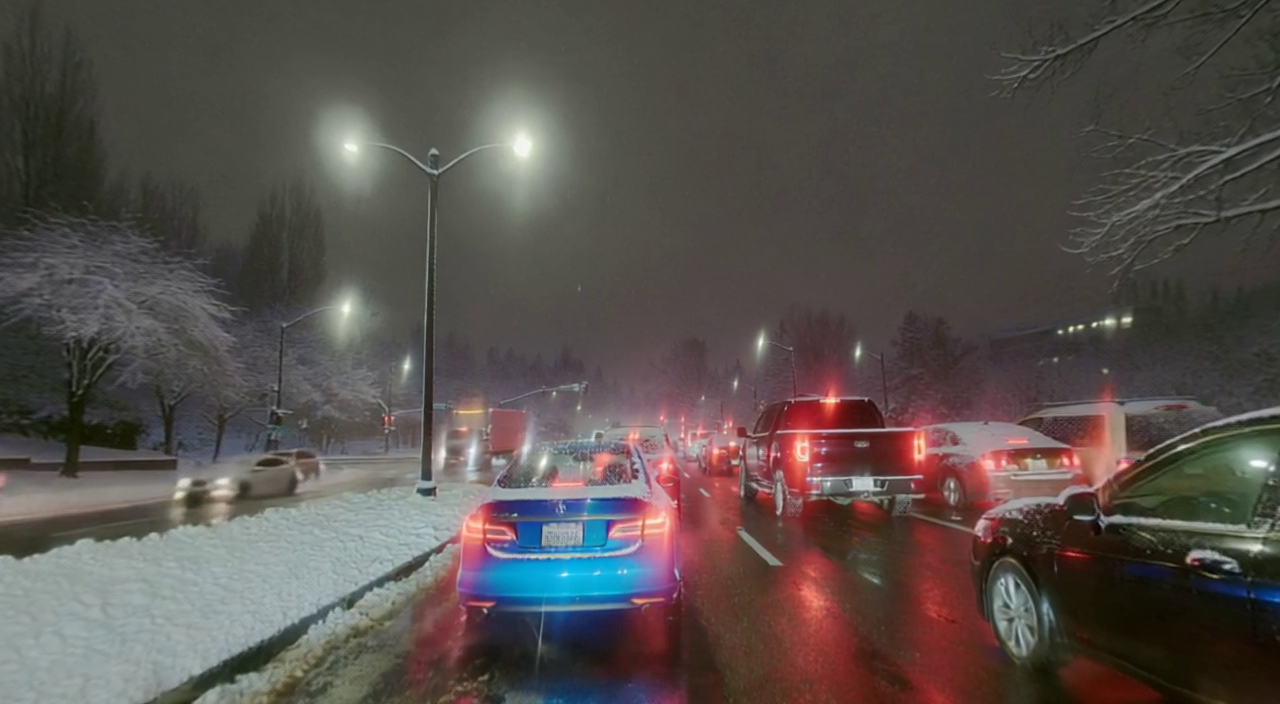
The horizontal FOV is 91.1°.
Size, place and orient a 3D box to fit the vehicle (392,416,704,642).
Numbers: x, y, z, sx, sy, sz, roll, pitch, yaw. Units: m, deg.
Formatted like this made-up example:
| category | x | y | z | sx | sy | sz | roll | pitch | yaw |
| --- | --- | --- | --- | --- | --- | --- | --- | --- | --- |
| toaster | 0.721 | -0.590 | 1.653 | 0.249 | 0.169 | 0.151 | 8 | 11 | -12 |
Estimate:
| category | x | y | z | sx | sy | sz | roll | pitch | yaw |
| --- | --- | --- | --- | --- | --- | --- | --- | --- | --- |
| vehicle | -0.565 | 1.498 | 6.324 | 2.111 | 1.506 | 4.018 | 0 | -8 | 2 |

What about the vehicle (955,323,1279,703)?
| category | x | y | z | sx | sy | sz | roll | pitch | yaw |
| --- | --- | --- | --- | --- | --- | --- | --- | --- | --- |
| vehicle | 3.166 | 0.754 | 2.057 | 1.982 | 1.709 | 4.427 | 0 | -9 | 1 |

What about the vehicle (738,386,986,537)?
| category | x | y | z | sx | sy | sz | roll | pitch | yaw |
| --- | --- | --- | --- | --- | --- | --- | --- | --- | --- |
| vehicle | 3.538 | 1.950 | 11.677 | 2.444 | 2.098 | 5.766 | 0 | -9 | -1 |

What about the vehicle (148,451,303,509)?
| category | x | y | z | sx | sy | sz | roll | pitch | yaw |
| --- | --- | --- | --- | --- | --- | --- | --- | --- | --- |
| vehicle | -12.544 | 3.858 | 19.388 | 1.907 | 1.522 | 4.115 | 0 | -9 | 1 |
